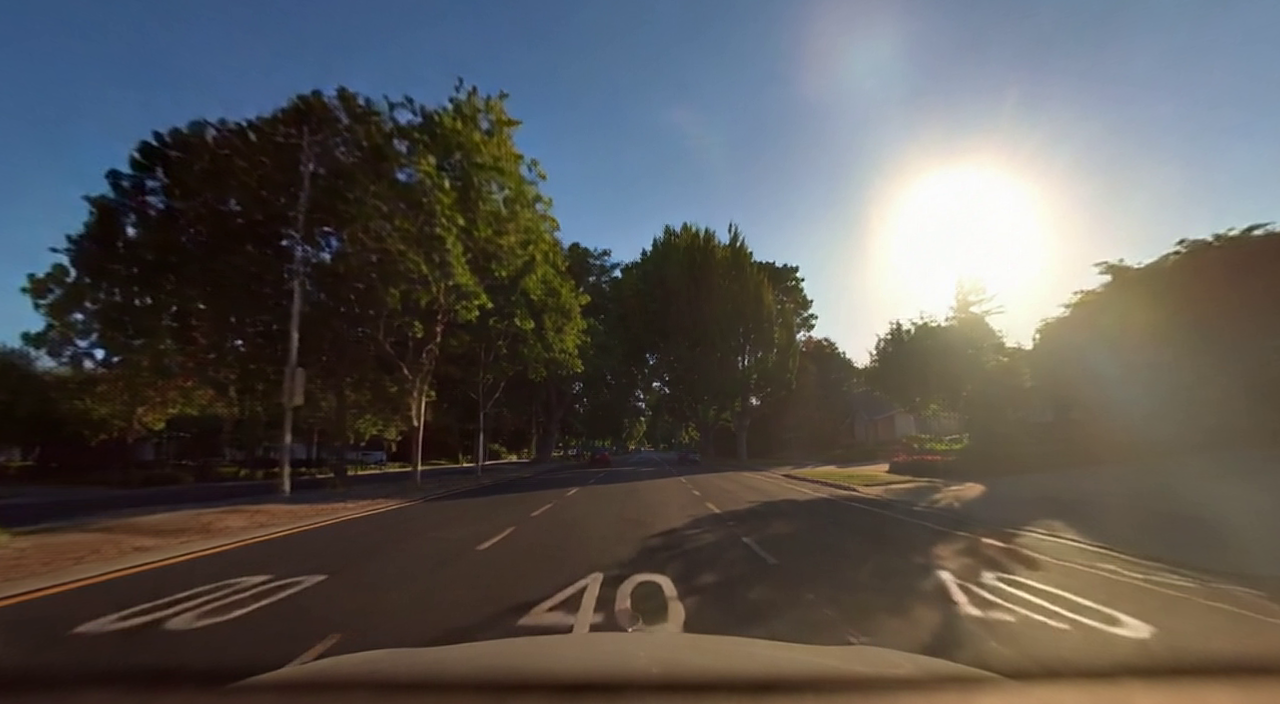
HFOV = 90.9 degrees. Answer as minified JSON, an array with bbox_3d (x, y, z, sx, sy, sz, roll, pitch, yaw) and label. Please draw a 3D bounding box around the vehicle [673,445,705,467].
[{"bbox_3d":[3.535,7.608,46.402,1.992,1.511,4.464,0,-9,0],"label":"vehicle"}]
